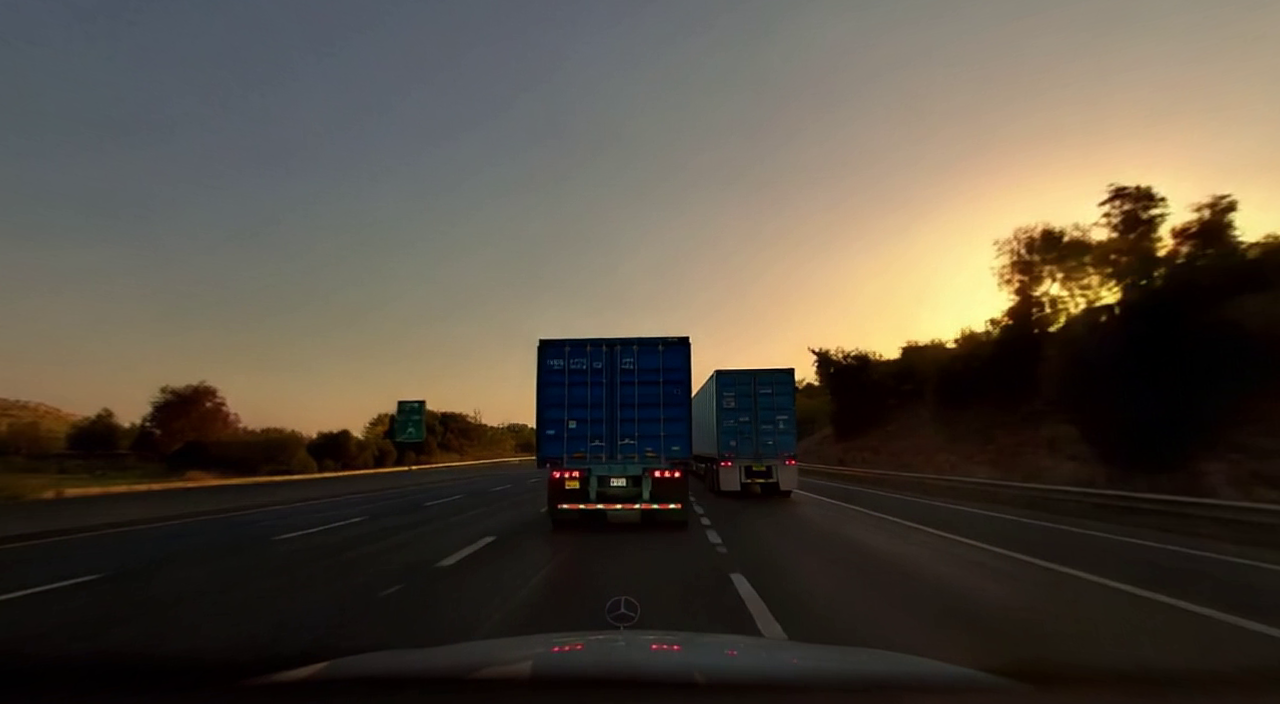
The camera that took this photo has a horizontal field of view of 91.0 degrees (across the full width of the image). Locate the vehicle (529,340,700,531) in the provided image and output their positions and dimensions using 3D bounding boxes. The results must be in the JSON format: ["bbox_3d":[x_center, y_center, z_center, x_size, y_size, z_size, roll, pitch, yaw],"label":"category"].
[{"bbox_3d":[-0.194,2.773,20.738,3.267,3.655,17.154,0,-8,2],"label":"vehicle"}]

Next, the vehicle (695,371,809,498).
[{"bbox_3d":[4.036,3.432,25.634,2.942,4.003,11.297,0,-9,2],"label":"vehicle"}]
